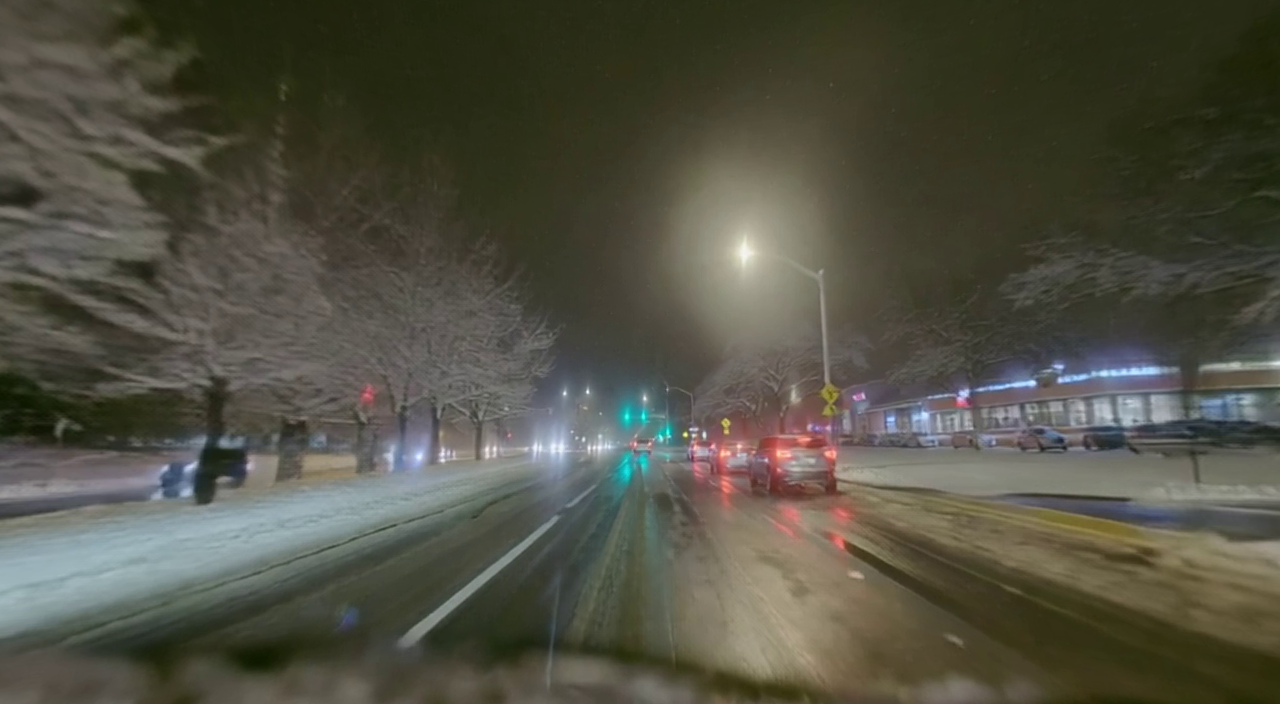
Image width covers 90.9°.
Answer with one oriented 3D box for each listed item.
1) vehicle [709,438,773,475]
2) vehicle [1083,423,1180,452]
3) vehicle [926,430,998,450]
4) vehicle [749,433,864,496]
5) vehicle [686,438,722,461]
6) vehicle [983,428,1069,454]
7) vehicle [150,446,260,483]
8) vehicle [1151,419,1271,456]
[{"bbox_3d":[4.190,4.395,26.817,1.872,1.431,4.270,0,-8,-1],"label":"vehicle"},{"bbox_3d":[29.168,5.100,37.498,1.859,1.515,3.978,-1,-8,-26],"label":"vehicle"},{"bbox_3d":[24.120,6.624,47.410,1.826,1.424,4.544,4,-9,-28],"label":"vehicle"},{"bbox_3d":[4.308,2.964,17.025,1.913,1.463,4.198,0,-8,-1],"label":"vehicle"},{"bbox_3d":[4.325,6.625,43.205,1.939,1.474,4.716,0,-8,-1],"label":"vehicle"},{"bbox_3d":[23.697,5.483,38.782,1.837,1.536,4.036,6,-10,-37],"label":"vehicle"},{"bbox_3d":[-20.787,5.358,30.421,1.936,1.603,4.714,0,-8,0],"label":"vehicle"},{"bbox_3d":[29.036,4.330,32.329,1.811,1.664,5.065,-3,-7,6],"label":"vehicle"}]
